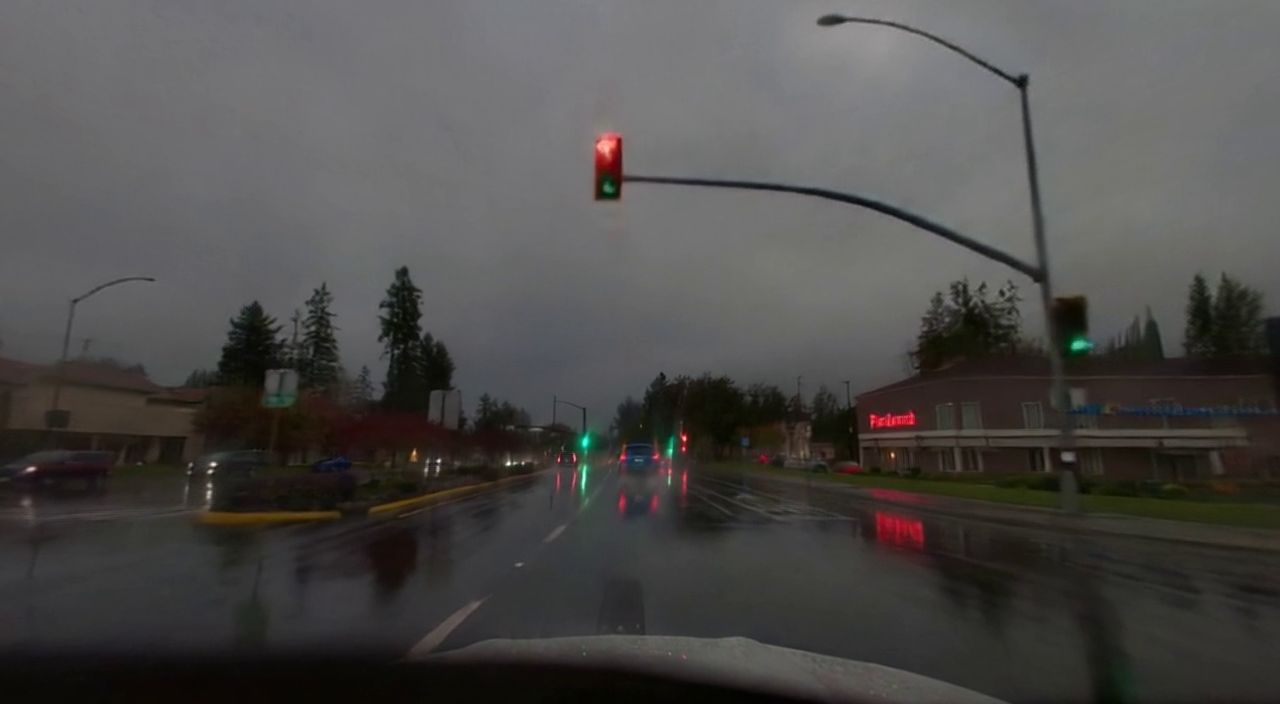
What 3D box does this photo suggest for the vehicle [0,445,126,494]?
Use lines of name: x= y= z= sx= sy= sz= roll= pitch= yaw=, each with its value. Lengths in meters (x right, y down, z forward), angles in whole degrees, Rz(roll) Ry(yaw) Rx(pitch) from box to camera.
vehicle: x=-25.720 y=5.026 z=27.574 sx=2.182 sy=1.906 sz=5.364 roll=0 pitch=-9 yaw=-2

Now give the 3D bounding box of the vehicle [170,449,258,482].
vehicle: x=-26.213 y=6.966 z=39.153 sx=2.111 sy=1.839 sz=4.932 roll=0 pitch=-9 yaw=-2

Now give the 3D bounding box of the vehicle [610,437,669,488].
vehicle: x=-0.080 y=4.632 z=26.879 sx=2.273 sy=1.909 sz=5.075 roll=0 pitch=-9 yaw=-1

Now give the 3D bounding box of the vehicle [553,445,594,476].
vehicle: x=-4.172 y=6.906 z=40.447 sx=2.202 sy=1.856 sz=4.516 roll=0 pitch=-9 yaw=-1
